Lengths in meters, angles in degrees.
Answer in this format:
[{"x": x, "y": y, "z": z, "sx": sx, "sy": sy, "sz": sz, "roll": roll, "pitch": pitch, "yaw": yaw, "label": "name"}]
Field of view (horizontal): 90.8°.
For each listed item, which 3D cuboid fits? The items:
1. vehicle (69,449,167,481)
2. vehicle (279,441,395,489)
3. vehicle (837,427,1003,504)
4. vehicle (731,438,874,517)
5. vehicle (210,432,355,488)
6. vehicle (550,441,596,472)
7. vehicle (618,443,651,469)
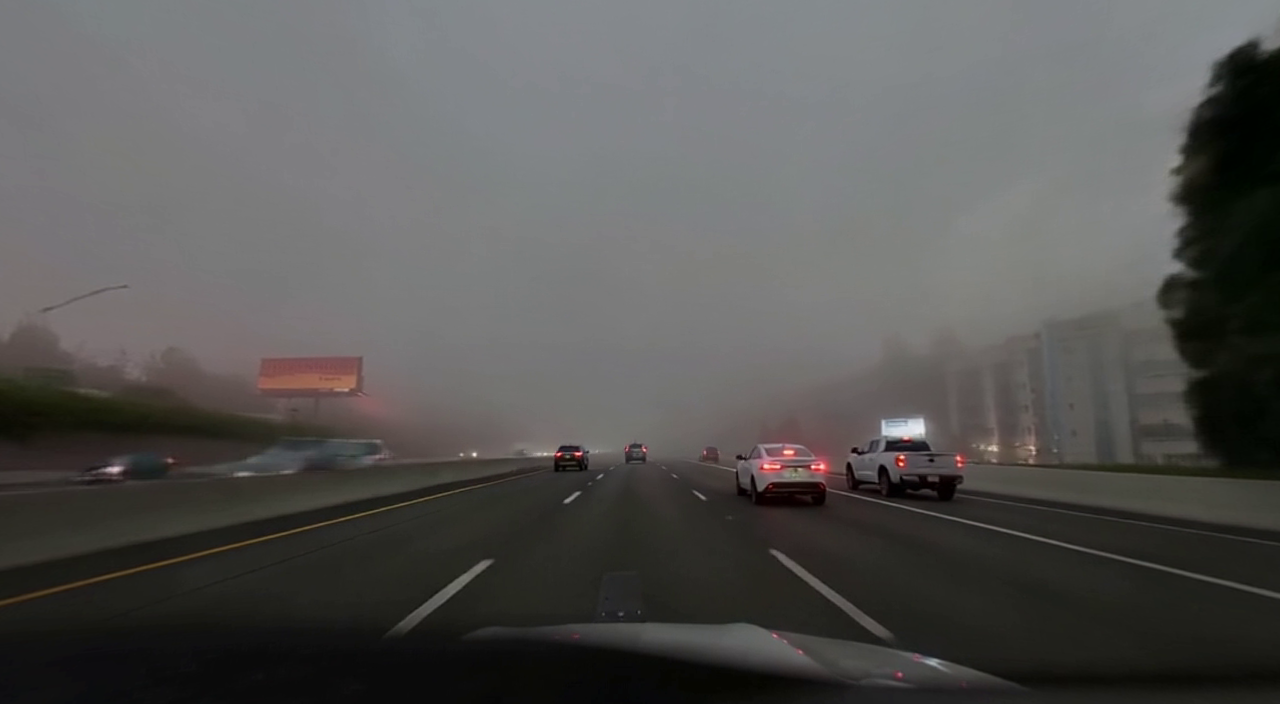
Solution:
[{"x": -31.775, "y": 6.860, "z": 38.685, "sx": 1.957, "sy": 1.790, "sz": 4.792, "roll": 0, "pitch": -9, "yaw": -2, "label": "vehicle"}, {"x": -10.874, "y": 4.074, "z": 23.100, "sx": 2.064, "sy": 1.539, "sz": 4.399, "roll": 0, "pitch": -9, "yaw": 0, "label": "vehicle"}, {"x": 7.336, "y": 3.035, "z": 17.265, "sx": 2.176, "sy": 1.793, "sz": 4.841, "roll": 0, "pitch": -9, "yaw": -2, "label": "vehicle"}, {"x": 3.445, "y": 2.764, "z": 14.440, "sx": 1.987, "sy": 1.509, "sz": 4.512, "roll": 0, "pitch": -9, "yaw": -1, "label": "vehicle"}, {"x": -14.585, "y": 4.456, "z": 26.390, "sx": 2.503, "sy": 2.021, "sz": 6.039, "roll": 0, "pitch": -9, "yaw": 0, "label": "vehicle"}, {"x": -3.957, "y": 6.290, "z": 38.292, "sx": 2.256, "sy": 1.756, "sz": 4.745, "roll": 0, "pitch": -9, "yaw": 0, "label": "vehicle"}, {"x": -0.379, "y": 7.163, "z": 43.786, "sx": 2.191, "sy": 1.685, "sz": 4.015, "roll": 0, "pitch": -9, "yaw": 0, "label": "vehicle"}]
